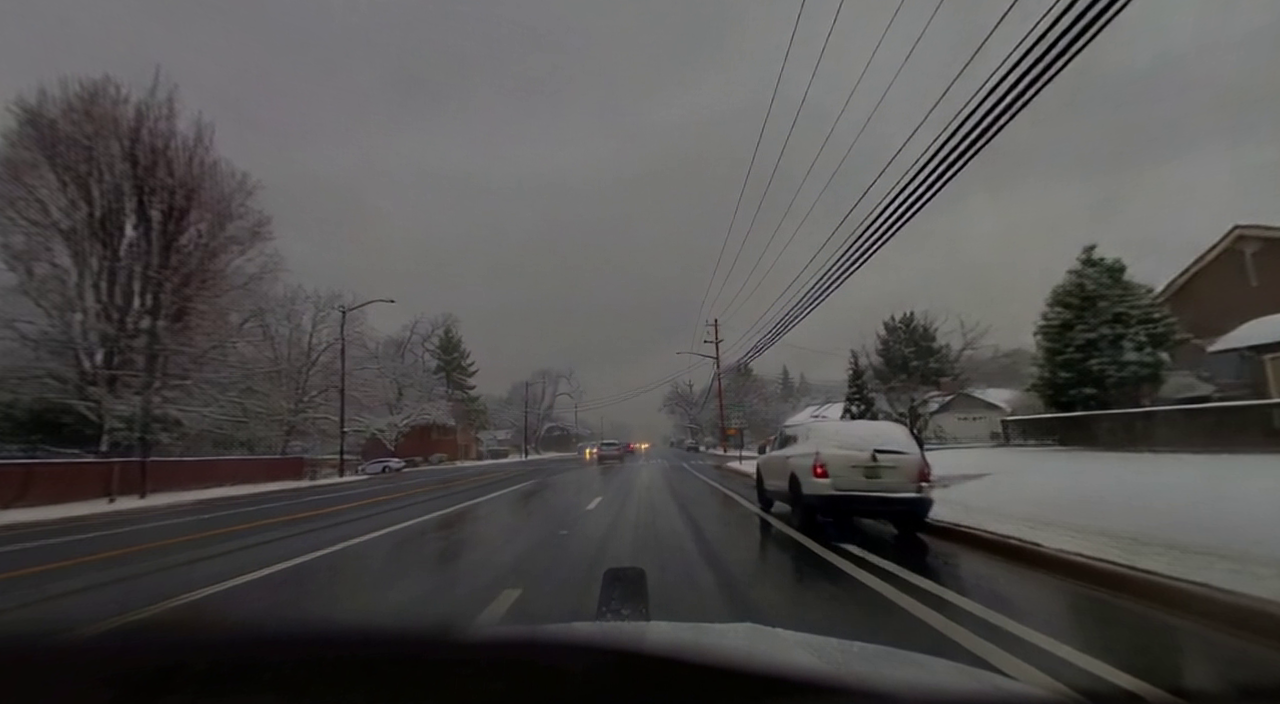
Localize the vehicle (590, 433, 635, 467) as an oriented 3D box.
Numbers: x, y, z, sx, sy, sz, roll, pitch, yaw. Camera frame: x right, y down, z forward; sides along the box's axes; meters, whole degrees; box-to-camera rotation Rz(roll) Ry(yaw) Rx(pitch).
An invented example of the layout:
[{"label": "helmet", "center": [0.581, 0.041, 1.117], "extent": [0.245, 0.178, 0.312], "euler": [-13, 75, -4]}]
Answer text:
[{"label": "vehicle", "center": [-1.592, 5.973, 38.497], "extent": [2.327, 1.861, 4.941], "euler": [-1, -9, 2]}]

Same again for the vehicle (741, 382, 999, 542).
[{"label": "vehicle", "center": [3.748, 2.009, 12.050], "extent": [2.622, 2.137, 6.267], "euler": [2, -9, 1]}]
